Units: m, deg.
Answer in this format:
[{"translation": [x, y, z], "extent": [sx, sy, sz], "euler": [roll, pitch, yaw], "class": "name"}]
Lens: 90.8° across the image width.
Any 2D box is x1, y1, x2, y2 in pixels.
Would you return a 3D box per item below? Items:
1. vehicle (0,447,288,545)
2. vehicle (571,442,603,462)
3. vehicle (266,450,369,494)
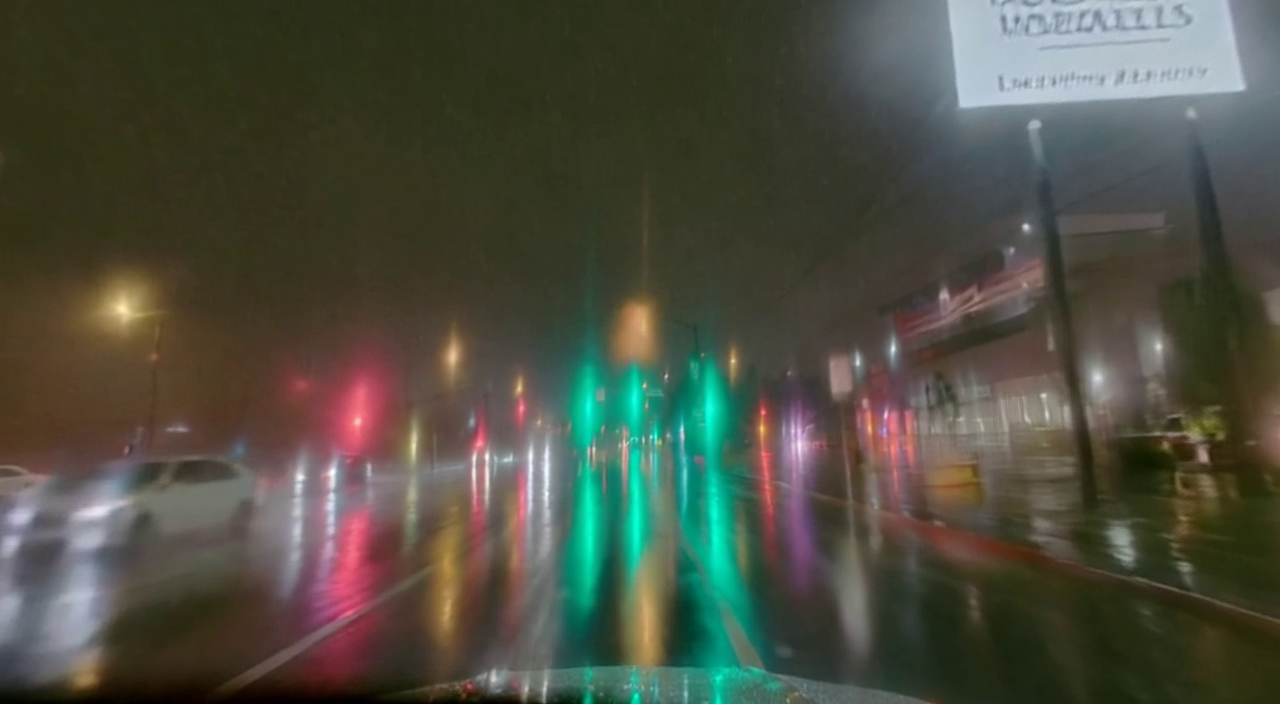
[{"translation": [-9.653, 2.752, 12.910], "extent": [1.994, 1.550, 5.009], "euler": [0, -8, 0], "class": "vehicle"}, {"translation": [-3.900, 7.460, 47.266], "extent": [1.962, 1.420, 4.021], "euler": [0, -8, 1], "class": "vehicle"}, {"translation": [-12.599, 4.675, 25.029], "extent": [1.876, 1.530, 4.198], "euler": [0, -8, 0], "class": "vehicle"}]
